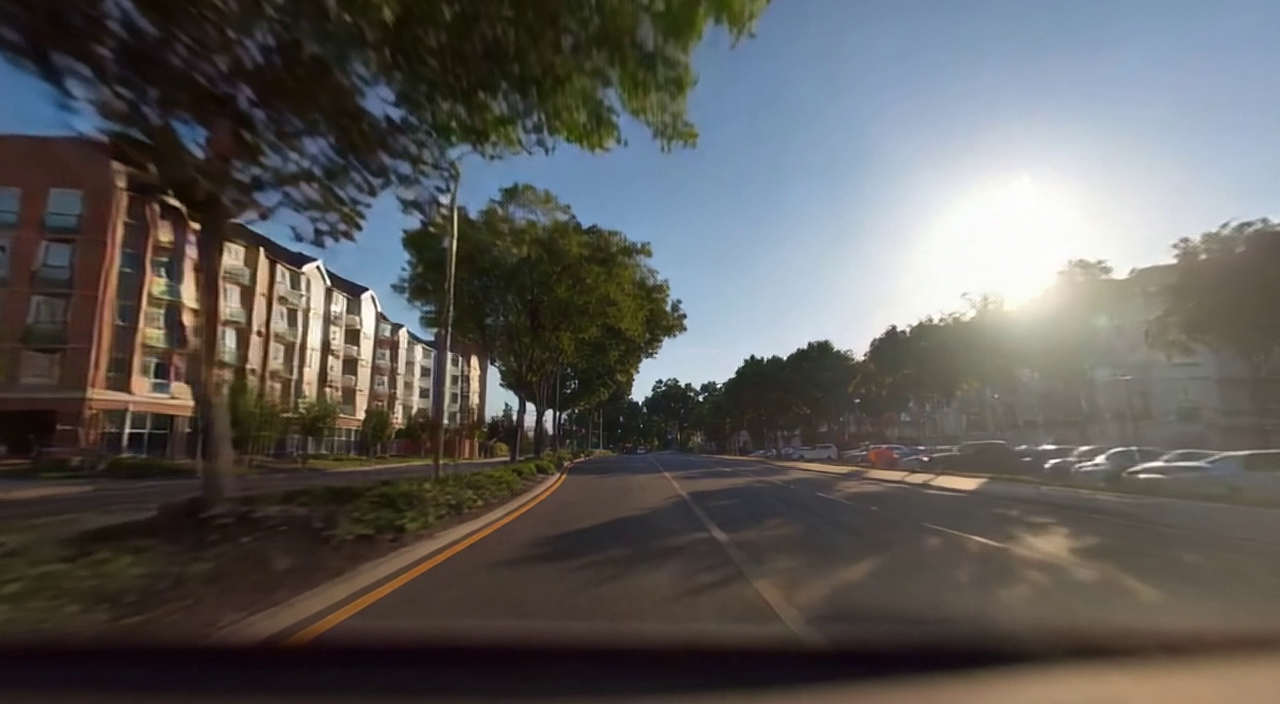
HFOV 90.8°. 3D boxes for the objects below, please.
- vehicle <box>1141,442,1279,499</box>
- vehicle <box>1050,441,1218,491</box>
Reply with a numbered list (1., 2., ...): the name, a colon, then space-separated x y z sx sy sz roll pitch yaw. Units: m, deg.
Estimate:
1. vehicle: 17.159 3.368 18.329 4.112 1.474 2.112 3 -9 -20
2. vehicle: 16.410 3.748 21.064 4.304 1.511 2.143 2 -9 -16
